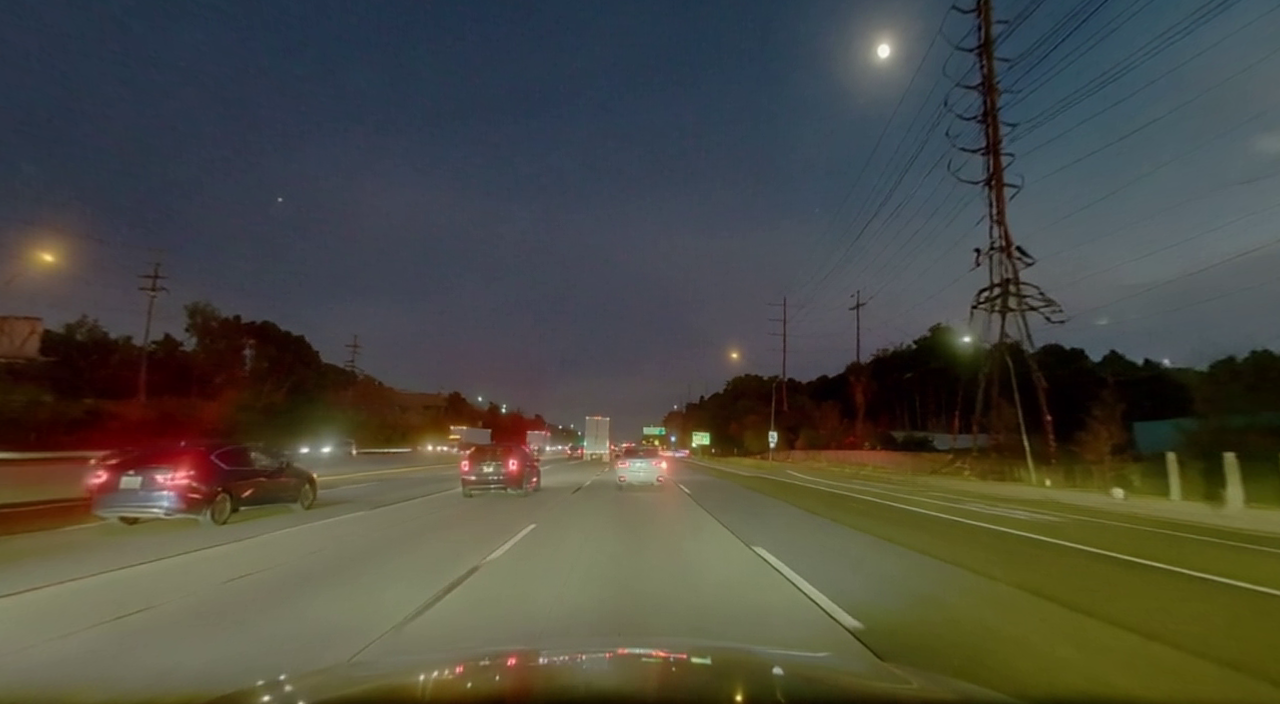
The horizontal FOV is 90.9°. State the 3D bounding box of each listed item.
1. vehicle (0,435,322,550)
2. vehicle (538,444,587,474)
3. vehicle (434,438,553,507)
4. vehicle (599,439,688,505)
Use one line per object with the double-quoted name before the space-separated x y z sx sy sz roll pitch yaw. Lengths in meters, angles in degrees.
"vehicle" -7.338 2.125 10.287 1.867 1.445 4.499 0 -9 1
"vehicle" -3.888 5.452 32.299 2.013 1.437 3.801 0 -9 0
"vehicle" -3.469 2.930 15.750 1.912 1.464 4.115 0 -9 1
"vehicle" 0.019 3.044 16.524 2.018 1.470 4.491 0 -9 -2
